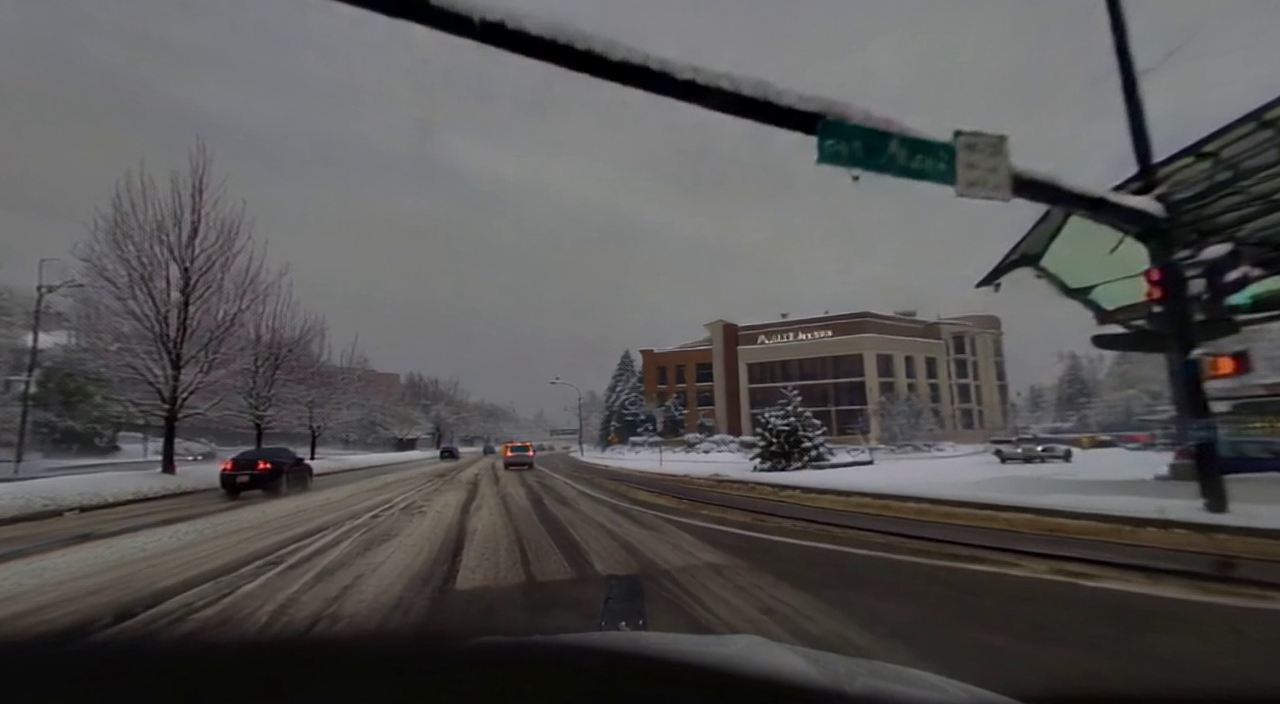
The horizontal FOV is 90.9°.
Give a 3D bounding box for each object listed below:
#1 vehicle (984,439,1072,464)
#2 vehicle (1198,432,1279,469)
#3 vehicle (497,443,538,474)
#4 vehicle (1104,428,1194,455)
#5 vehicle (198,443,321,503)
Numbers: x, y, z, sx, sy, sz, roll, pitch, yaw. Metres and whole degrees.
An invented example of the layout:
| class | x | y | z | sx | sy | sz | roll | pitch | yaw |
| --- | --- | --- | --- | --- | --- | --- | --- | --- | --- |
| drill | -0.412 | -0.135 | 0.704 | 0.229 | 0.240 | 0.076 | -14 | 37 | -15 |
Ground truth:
| class | x | y | z | sx | sy | sz | roll | pitch | yaw |
| --- | --- | --- | --- | --- | --- | --- | --- | --- | --- |
| vehicle | 24.449 | 6.265 | 39.954 | 1.896 | 1.459 | 4.611 | 2 | -9 | -16 |
| vehicle | 28.267 | 4.378 | 28.235 | 1.796 | 1.445 | 4.535 | -3 | -8 | -14 |
| vehicle | -7.810 | 6.674 | 39.837 | 2.345 | 1.803 | 4.261 | 2 | -9 | -13 |
| vehicle | 34.732 | 6.157 | 43.203 | 1.884 | 1.717 | 4.338 | 3 | -9 | -17 |
| vehicle | -12.730 | 4.013 | 21.502 | 2.097 | 1.782 | 4.682 | 2 | -9 | -12 |
